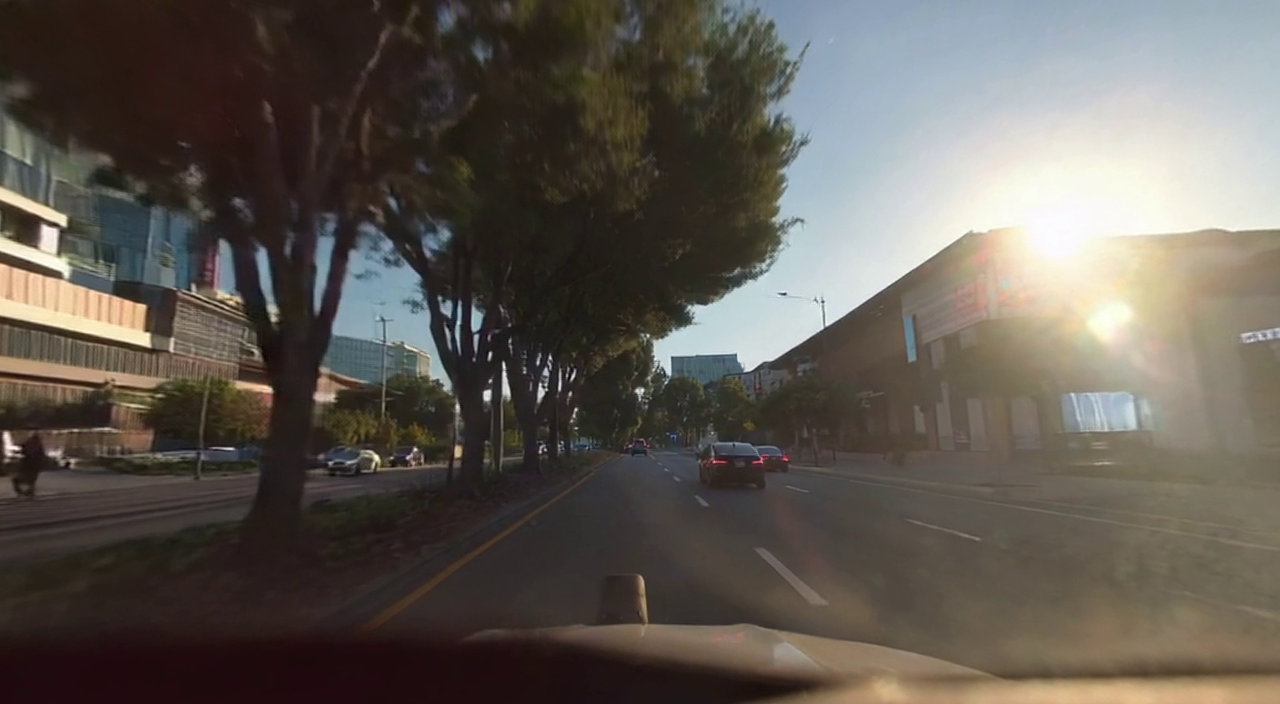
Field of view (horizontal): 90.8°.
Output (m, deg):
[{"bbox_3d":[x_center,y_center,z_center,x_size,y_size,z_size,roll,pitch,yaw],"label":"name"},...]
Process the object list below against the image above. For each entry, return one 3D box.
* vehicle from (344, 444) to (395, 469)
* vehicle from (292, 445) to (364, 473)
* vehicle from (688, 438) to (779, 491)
[{"bbox_3d":[-19.637,7.593,46.000,1.875,1.734,4.252,0,-8,-1],"label":"vehicle"},{"bbox_3d":[-19.649,6.732,40.064,1.977,1.687,4.909,0,-8,1],"label":"vehicle"},{"bbox_3d":[2.815,3.540,20.220,2.131,1.491,4.496,0,-8,-1],"label":"vehicle"}]
